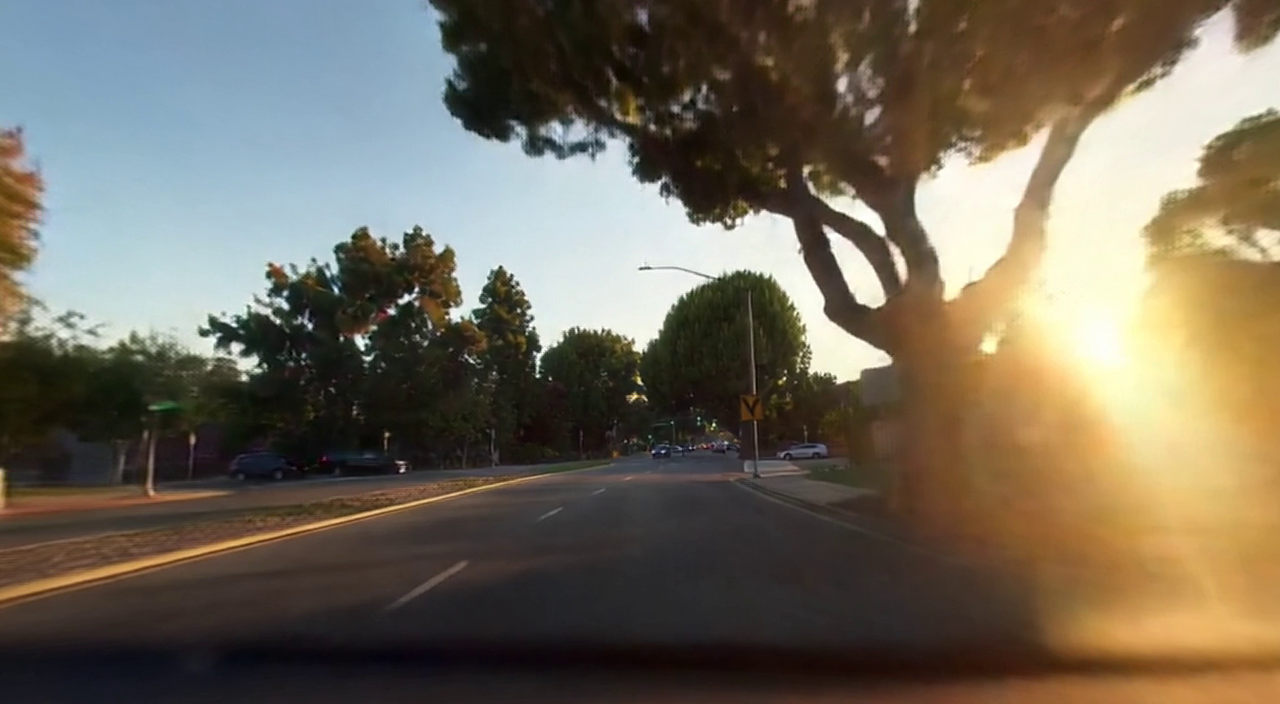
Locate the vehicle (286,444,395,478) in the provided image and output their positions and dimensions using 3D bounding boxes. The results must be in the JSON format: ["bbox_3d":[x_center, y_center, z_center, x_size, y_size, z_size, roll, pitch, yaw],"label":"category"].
[{"bbox_3d":[-19.502,7.097,41.459,5.938,2.098,2.333,1,-8,-9],"label":"vehicle"}]

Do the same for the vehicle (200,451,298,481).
[{"bbox_3d":[-25.058,7.329,40.668,4.861,1.784,1.947,1,-8,-8],"label":"vehicle"}]
